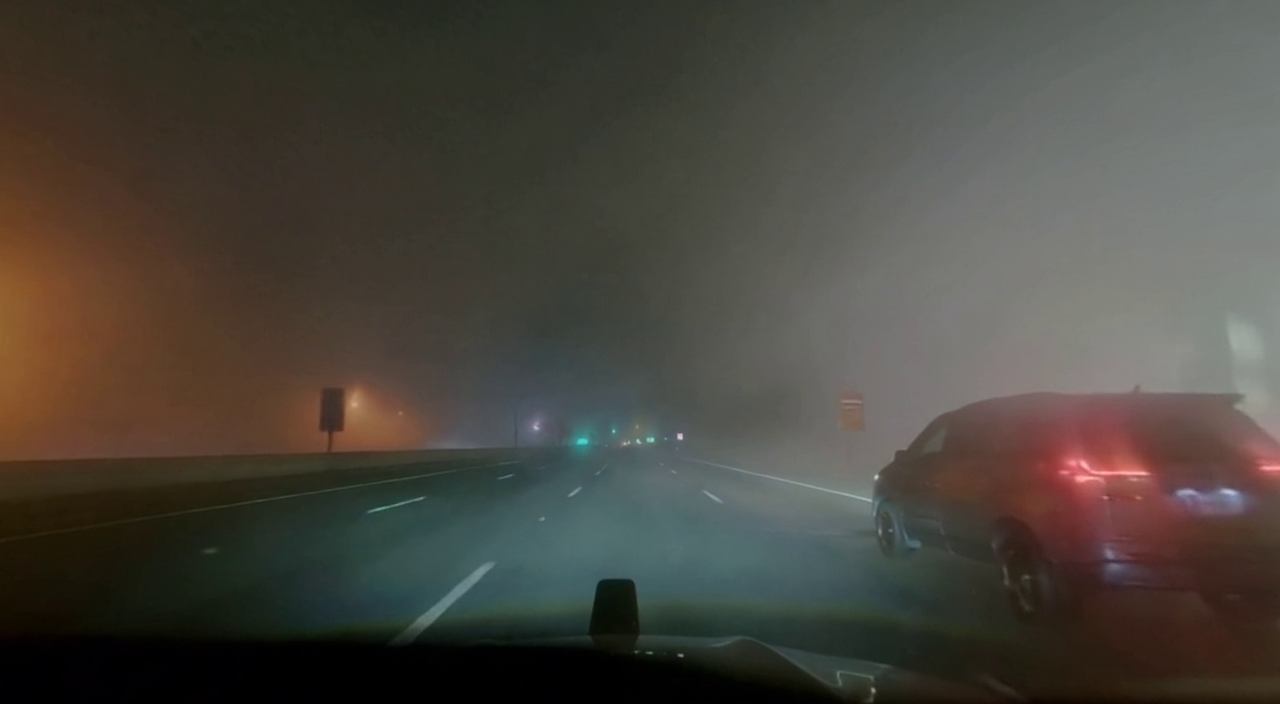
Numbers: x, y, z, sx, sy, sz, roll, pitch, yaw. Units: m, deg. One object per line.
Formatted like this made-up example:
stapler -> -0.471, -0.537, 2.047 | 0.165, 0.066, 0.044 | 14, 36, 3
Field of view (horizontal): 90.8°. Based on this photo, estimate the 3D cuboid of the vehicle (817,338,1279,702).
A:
vehicle -> 3.481, 1.176, 5.655 | 2.212, 1.753, 5.064 | 0, -9, -1
